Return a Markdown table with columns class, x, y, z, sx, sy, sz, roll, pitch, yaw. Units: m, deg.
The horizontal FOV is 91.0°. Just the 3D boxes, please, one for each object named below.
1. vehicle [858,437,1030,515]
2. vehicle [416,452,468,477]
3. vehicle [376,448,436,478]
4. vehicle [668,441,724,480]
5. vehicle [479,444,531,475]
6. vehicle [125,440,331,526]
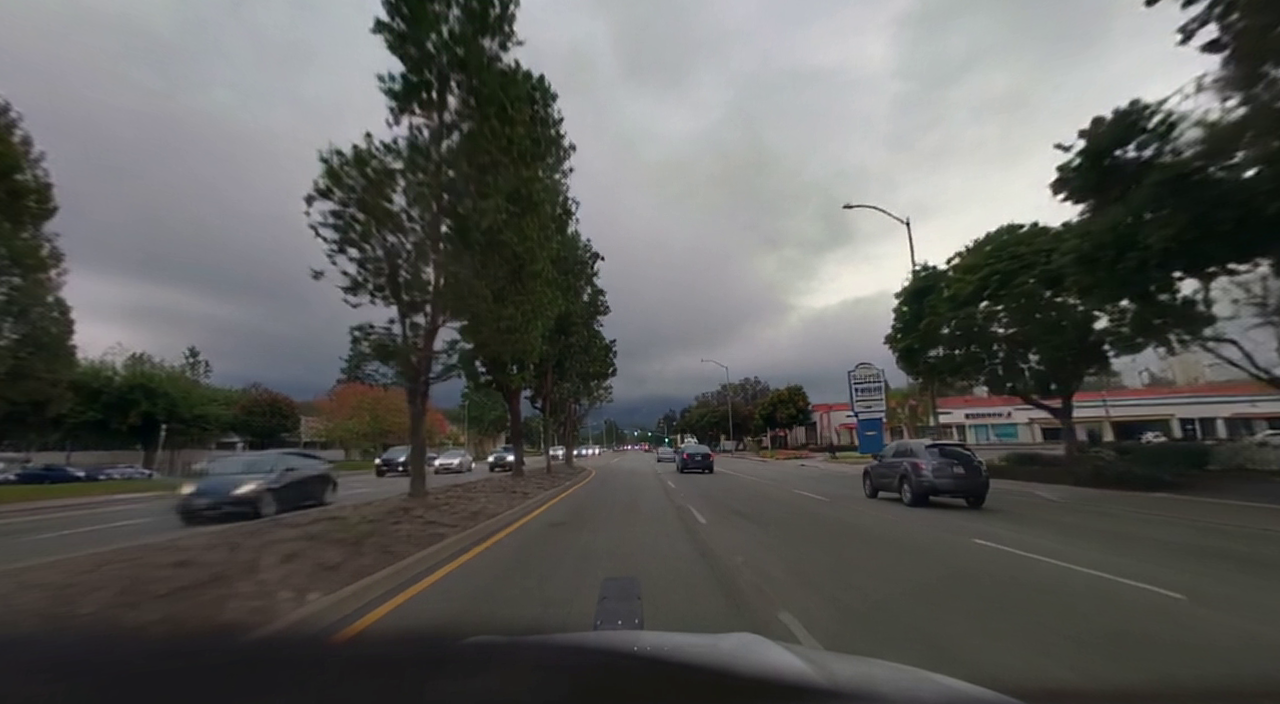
| class | x | y | z | sx | sy | sz | roll | pitch | yaw |
| --- | --- | --- | --- | --- | --- | --- | --- | --- | --- |
| vehicle | 6.833 | 2.825 | 14.763 | 1.886 | 1.528 | 4.169 | 0 | -9 | -1 |
| vehicle | -12.680 | 7.207 | 40.605 | 1.951 | 1.475 | 4.480 | 0 | -9 | -1 |
| vehicle | -17.092 | 8.099 | 46.314 | 2.312 | 2.062 | 5.741 | 0 | -9 | -1 |
| vehicle | 2.557 | 5.067 | 29.649 | 2.161 | 1.676 | 4.151 | 1 | -9 | -2 |
| vehicle | -9.169 | 7.325 | 43.189 | 2.234 | 1.922 | 5.699 | 0 | -9 | 0 |
| vehicle | -9.251 | 2.948 | 14.695 | 1.968 | 1.684 | 4.265 | 1 | -9 | -2 |
